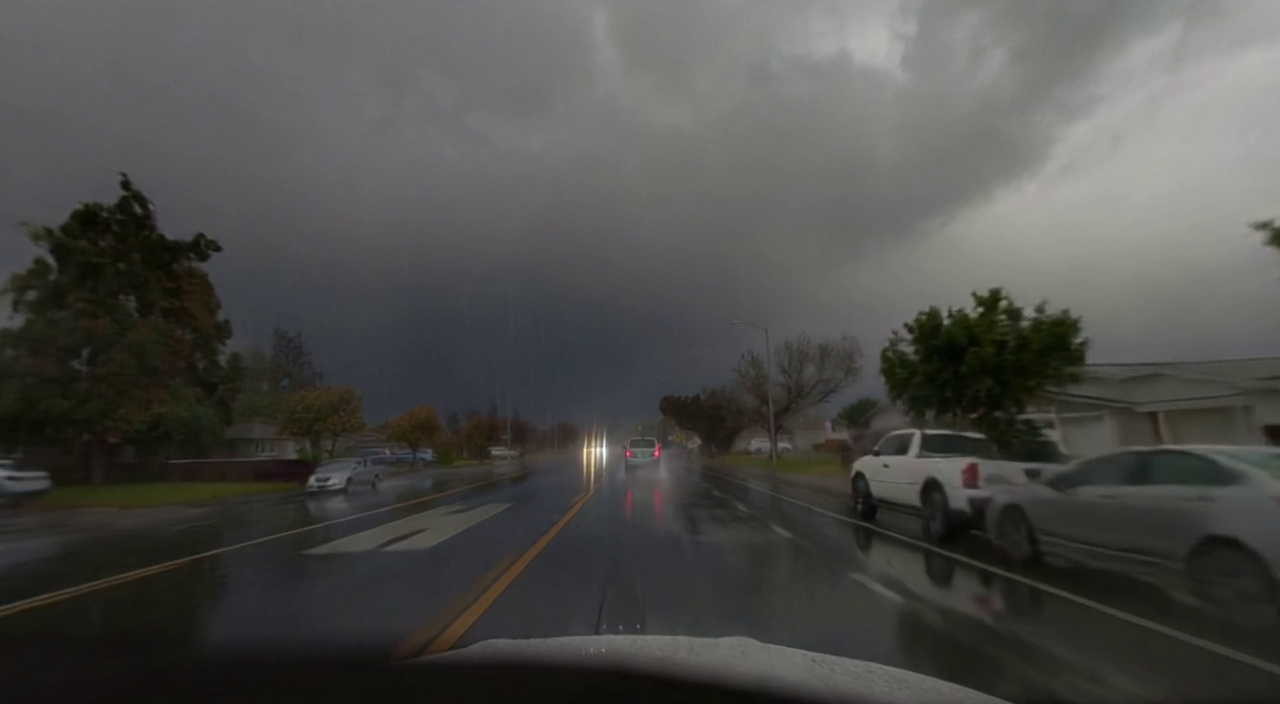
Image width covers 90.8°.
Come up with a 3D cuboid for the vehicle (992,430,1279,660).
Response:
[{"bbox_3d":[5.066,1.406,5.197,1.902,1.472,4.139,0,-8,-1],"label":"vehicle"}]

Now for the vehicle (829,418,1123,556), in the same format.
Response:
[{"bbox_3d":[4.987,2.058,10.423,2.153,1.730,4.659,0,-8,-2],"label":"vehicle"}]

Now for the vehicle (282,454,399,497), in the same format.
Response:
[{"bbox_3d":[-12.446,5.125,26.754,2.192,1.541,5.391,-1,-8,2],"label":"vehicle"}]

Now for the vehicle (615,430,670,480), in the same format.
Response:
[{"bbox_3d":[0.071,4.412,27.253,2.153,1.942,4.767,0,-8,-1],"label":"vehicle"}]
